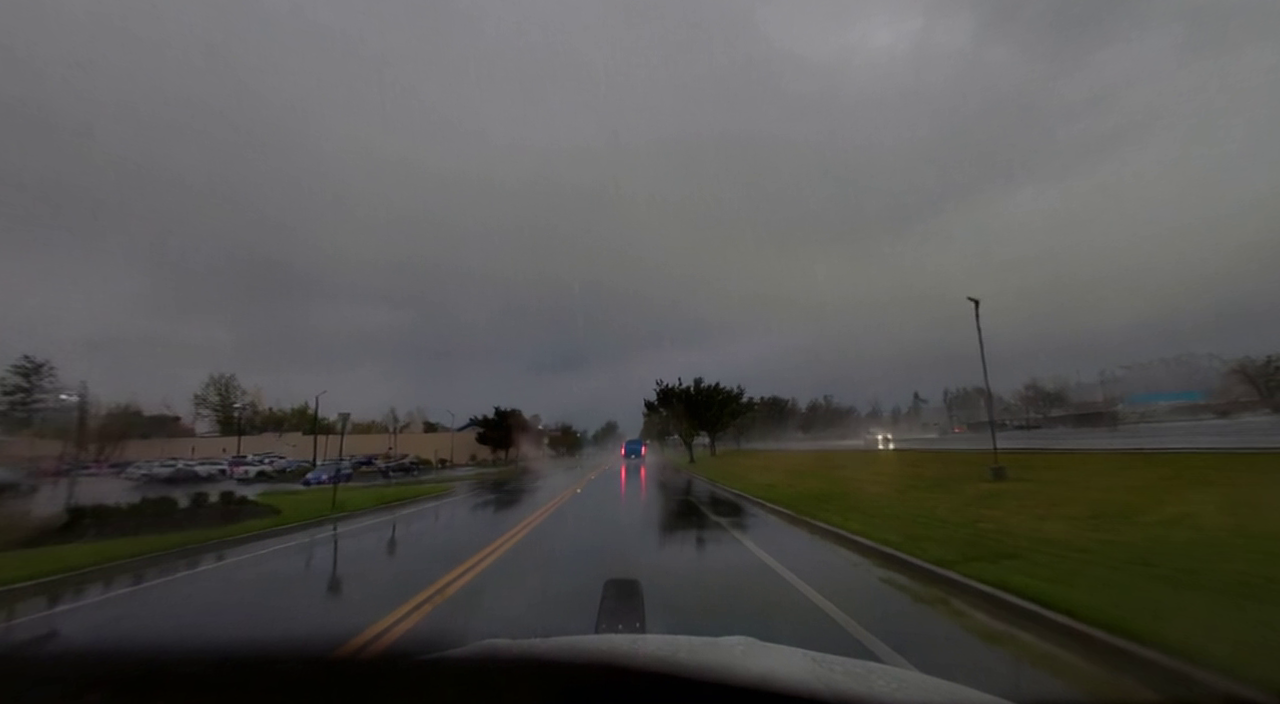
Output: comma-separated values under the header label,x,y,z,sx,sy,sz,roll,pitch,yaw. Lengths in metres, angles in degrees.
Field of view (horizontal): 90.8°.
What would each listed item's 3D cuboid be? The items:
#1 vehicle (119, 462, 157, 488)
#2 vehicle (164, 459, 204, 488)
label,x,y,z,sx,sy,sz,roll,pitch,yaw
vehicle,-37.900,9.249,47.640,2.047,1.746,4.461,7,-11,-39
vehicle,-34.668,9.196,47.955,2.050,1.938,4.789,7,-11,-38
